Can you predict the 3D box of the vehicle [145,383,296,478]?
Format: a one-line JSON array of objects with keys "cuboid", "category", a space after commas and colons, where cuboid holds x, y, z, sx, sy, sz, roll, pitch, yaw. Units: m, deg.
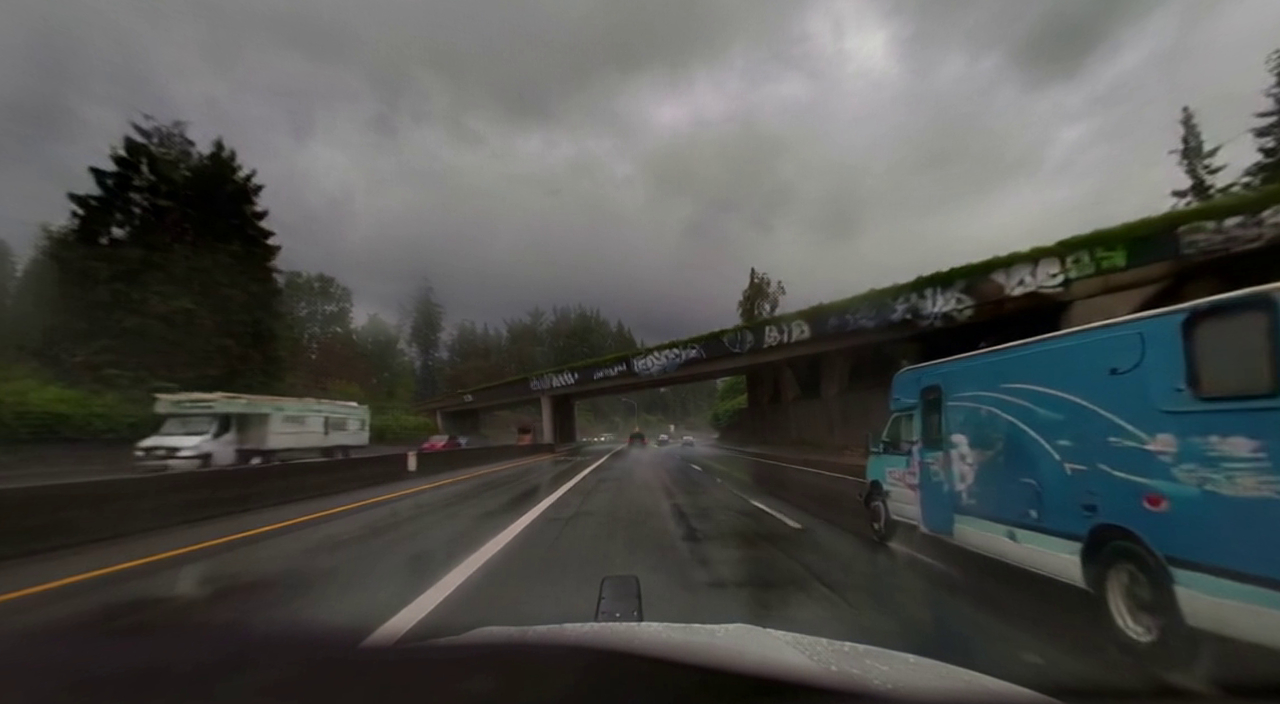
[{"cuboid": [-19.081, 3.646, 29.254, 2.964, 3.949, 5.876, 0, -8, -2], "category": "vehicle"}]
